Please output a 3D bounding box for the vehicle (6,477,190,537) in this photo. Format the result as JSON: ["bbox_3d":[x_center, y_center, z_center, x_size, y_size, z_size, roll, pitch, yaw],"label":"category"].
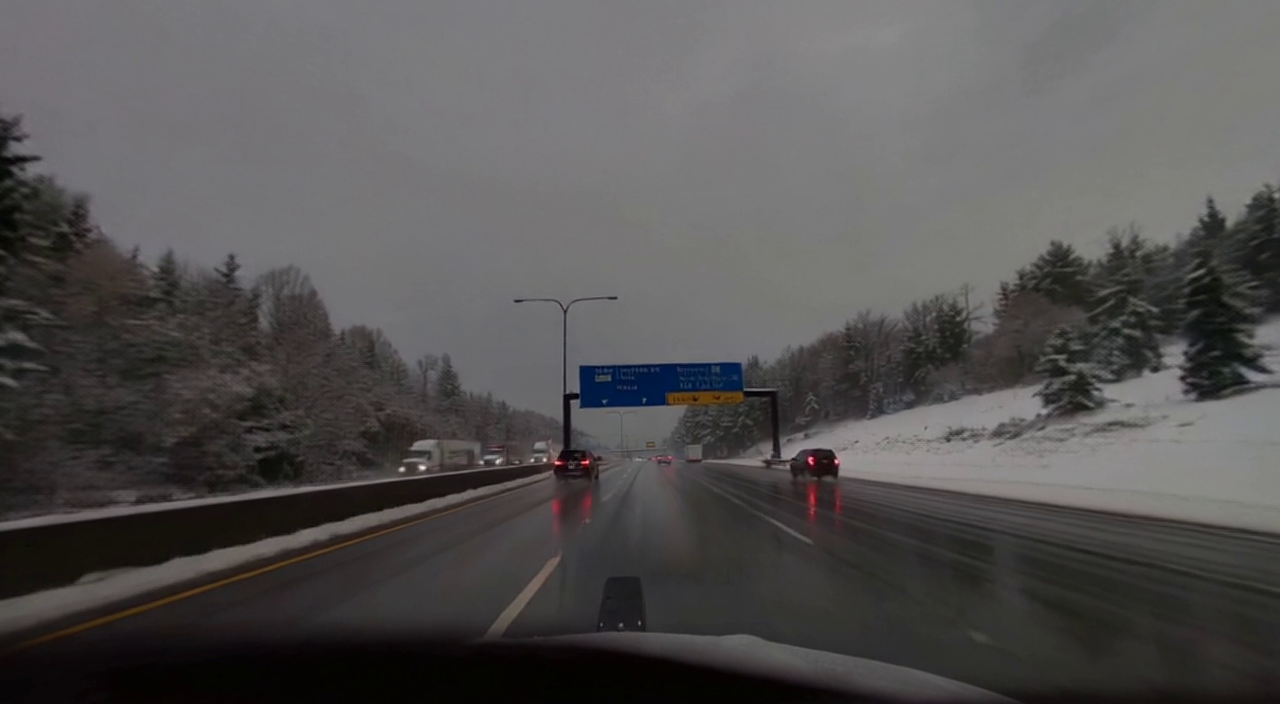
[{"bbox_3d":[-17.158,4.900,20.336,1.893,1.483,4.433,0,-9,2],"label":"vehicle"}]

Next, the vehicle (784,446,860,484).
[{"bbox_3d":[7.864,4.923,27.696,1.943,1.493,4.507,0,-9,-1],"label":"vehicle"}]

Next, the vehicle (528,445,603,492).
[{"bbox_3d":[-2.644,4.285,23.491,2.191,1.563,4.318,0,-9,1],"label":"vehicle"}]
